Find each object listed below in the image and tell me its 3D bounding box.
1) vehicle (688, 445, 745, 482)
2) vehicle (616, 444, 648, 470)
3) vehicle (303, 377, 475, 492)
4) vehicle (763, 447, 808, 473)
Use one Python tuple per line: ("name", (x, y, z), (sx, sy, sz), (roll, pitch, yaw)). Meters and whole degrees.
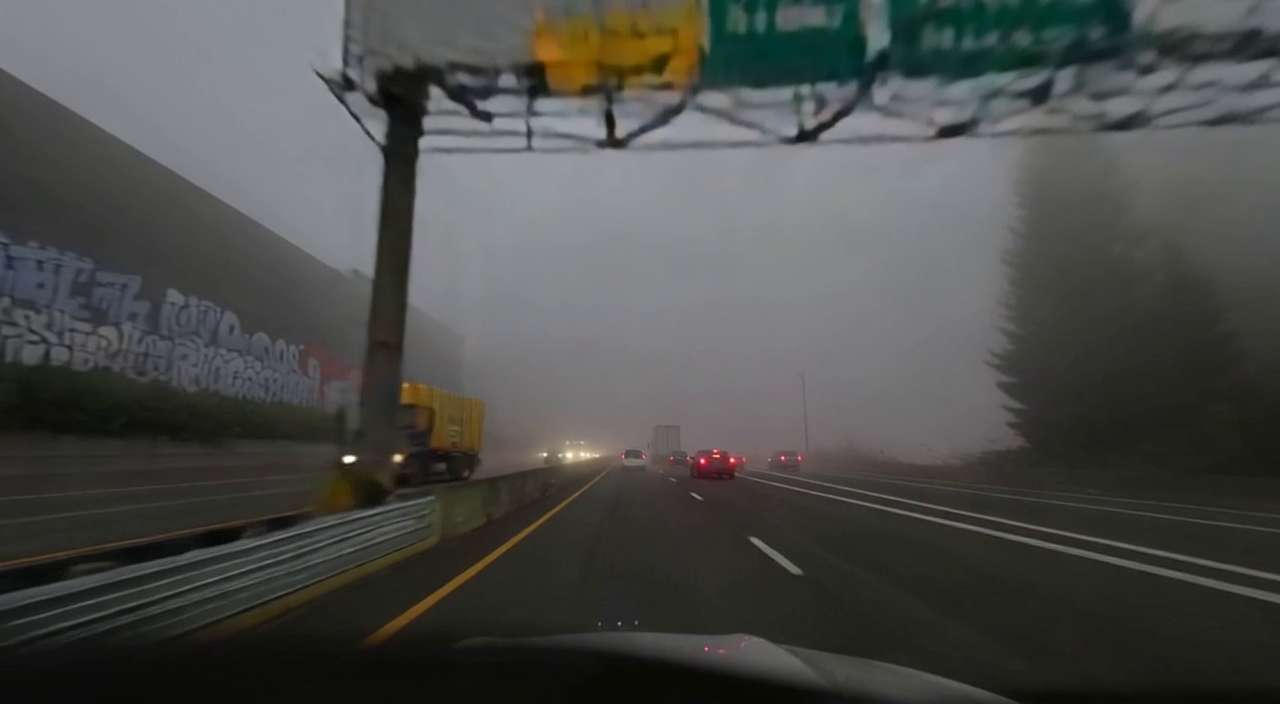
("vehicle", (3.522, 5.262, 29.867), (2.045, 1.605, 4.674), (0, -9, -1))
("vehicle", (-0.586, 7.510, 44.879), (2.169, 1.753, 4.151), (0, -9, -1))
("vehicle", (-8.422, 3.024, 22.448), (2.794, 3.367, 8.009), (0, -9, 0))
("vehicle", (9.909, 7.378, 42.951), (2.107, 1.648, 4.324), (-1, -9, 1))
